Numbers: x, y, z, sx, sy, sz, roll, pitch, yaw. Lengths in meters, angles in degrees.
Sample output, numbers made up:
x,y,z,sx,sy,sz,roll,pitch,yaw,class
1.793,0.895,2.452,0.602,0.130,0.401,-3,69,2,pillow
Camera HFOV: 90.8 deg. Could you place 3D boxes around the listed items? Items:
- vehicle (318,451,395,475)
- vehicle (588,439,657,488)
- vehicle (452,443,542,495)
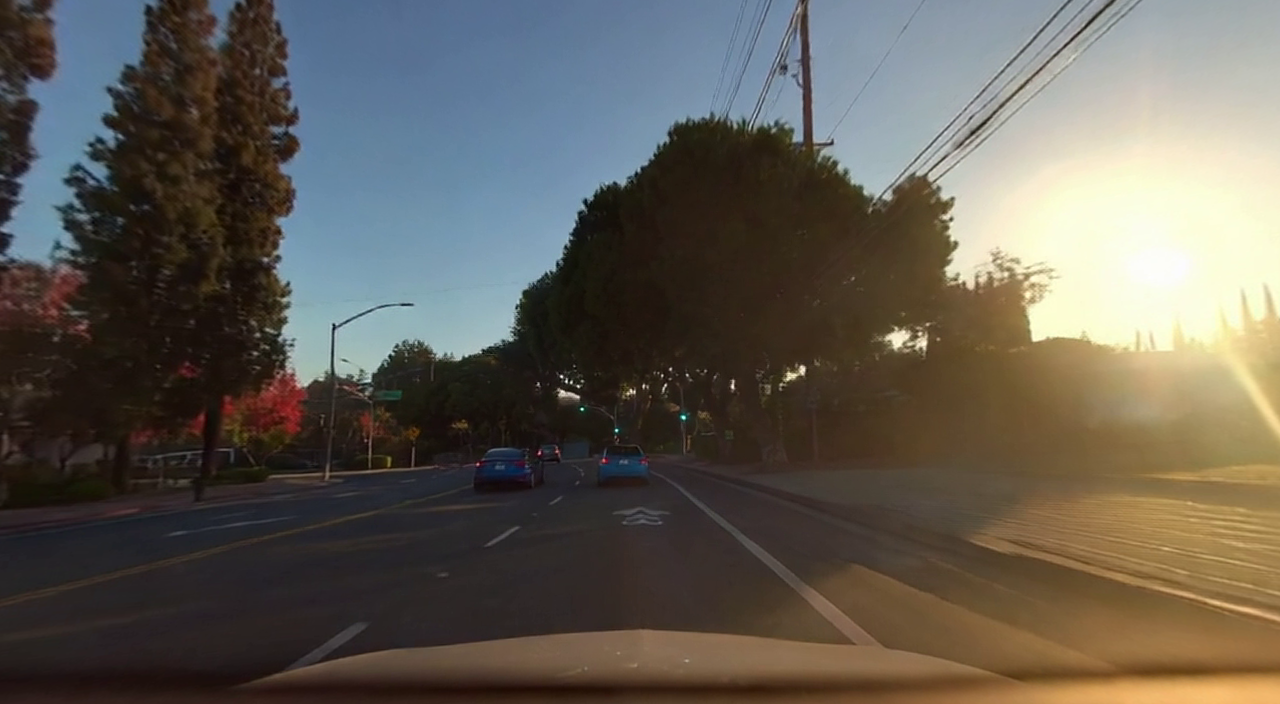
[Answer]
x,y,z,sx,sy,sz,roll,pitch,yaw,class
-22.006,8.604,49.079,4.979,1.782,2.264,-2,-9,14,vehicle
-0.663,3.821,21.877,2.168,1.504,4.284,1,-9,-3,vehicle
-4.299,3.596,19.694,1.913,1.425,4.235,0,-9,-1,vehicle
